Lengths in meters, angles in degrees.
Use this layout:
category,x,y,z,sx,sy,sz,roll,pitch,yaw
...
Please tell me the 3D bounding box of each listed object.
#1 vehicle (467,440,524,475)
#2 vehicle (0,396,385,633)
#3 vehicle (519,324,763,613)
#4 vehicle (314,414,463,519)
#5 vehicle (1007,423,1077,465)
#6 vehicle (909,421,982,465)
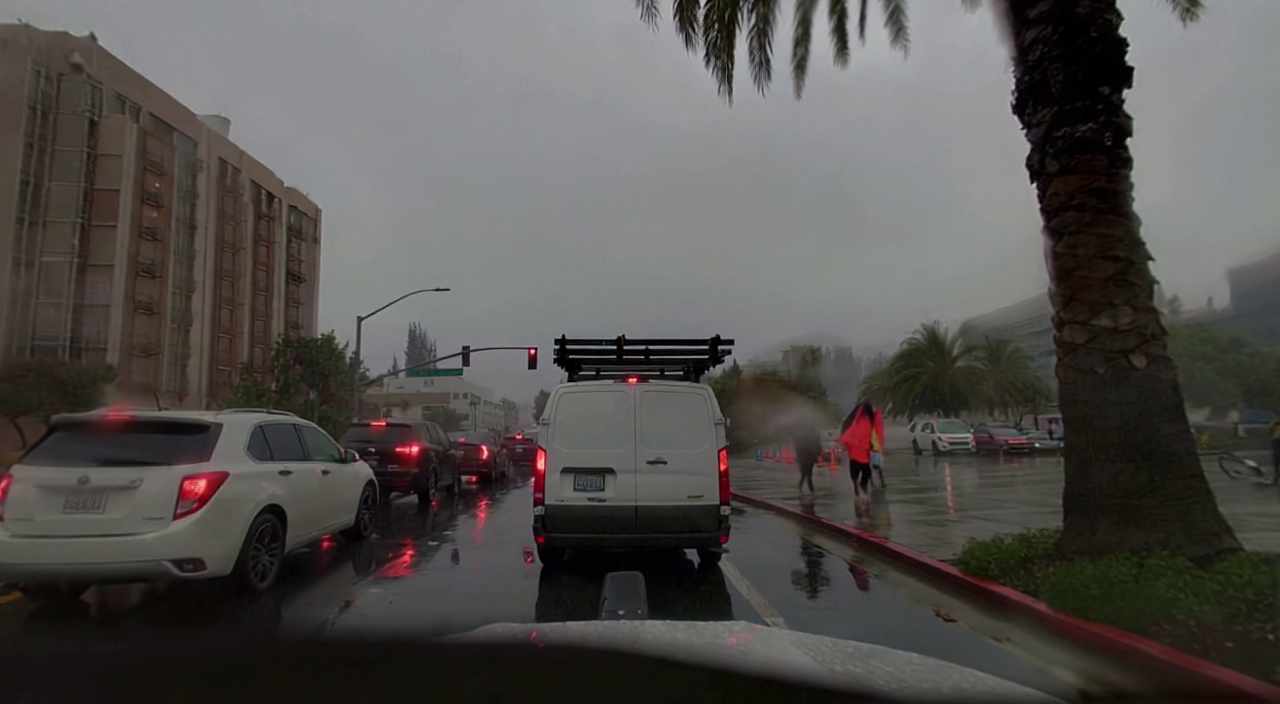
category,x,y,z,sx,sy,sz,roll,pitch,yaw
vehicle,-6.834,4.890,29.565,1.818,1.479,4.428,4,-9,-22
vehicle,-4.400,1.467,6.662,1.986,1.643,4.315,1,-9,-6
vehicle,-0.202,1.211,7.169,1.902,2.238,4.263,1,-9,-6
vehicle,-5.202,2.425,13.879,2.089,1.854,5.022,2,-9,-11
vehicle,15.796,3.613,24.717,2.048,1.475,3.972,-6,-10,34
vehicle,12.645,3.764,26.037,2.046,1.675,3.924,-6,-10,33
